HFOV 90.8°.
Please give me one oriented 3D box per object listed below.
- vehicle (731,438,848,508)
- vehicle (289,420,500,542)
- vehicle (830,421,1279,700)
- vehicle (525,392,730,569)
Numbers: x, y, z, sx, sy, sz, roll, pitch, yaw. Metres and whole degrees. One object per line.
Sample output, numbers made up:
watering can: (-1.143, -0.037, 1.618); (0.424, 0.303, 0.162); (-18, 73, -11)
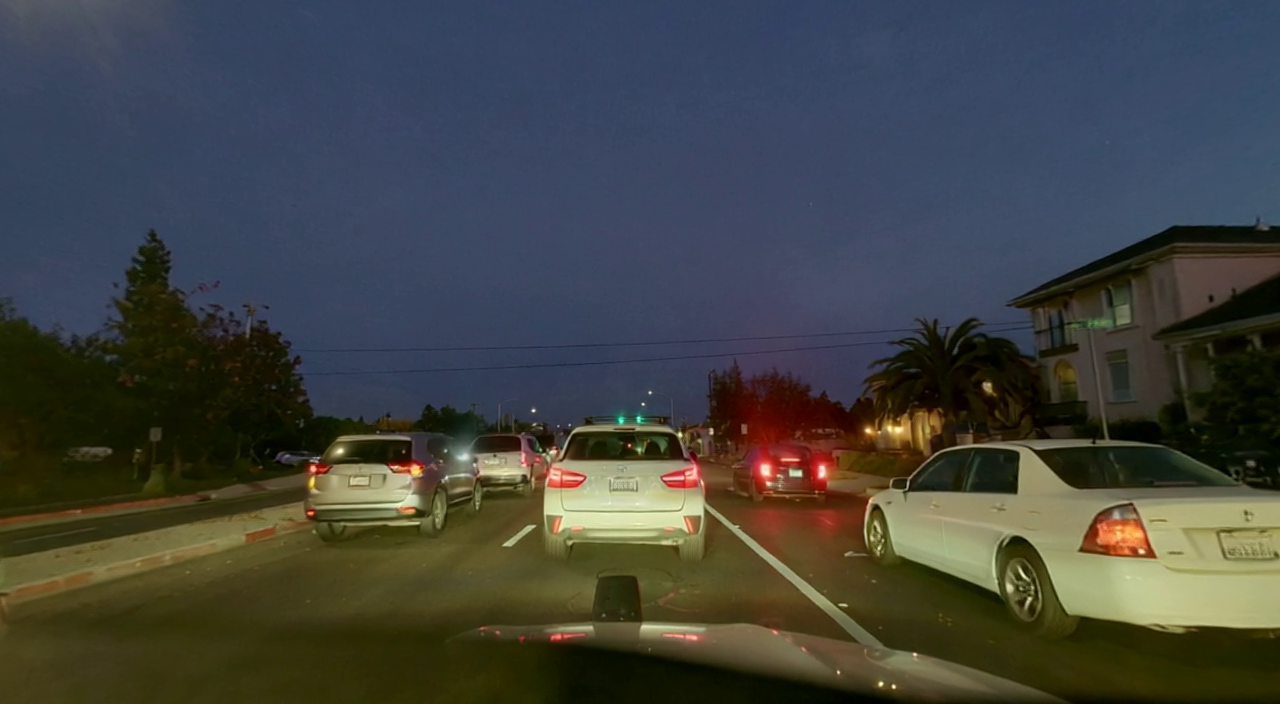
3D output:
vehicle: (3.498, 2.900, 15.603); (1.880, 1.476, 3.932); (0, -8, -1)
vehicle: (-3.716, 2.016, 10.528); (1.864, 1.576, 4.324); (0, -8, -2)
vehicle: (3.475, 1.463, 5.770); (1.977, 1.480, 4.589); (0, -8, -1)
vehicle: (-0.220, 1.671, 8.916); (2.164, 1.867, 4.254); (0, -8, -3)
